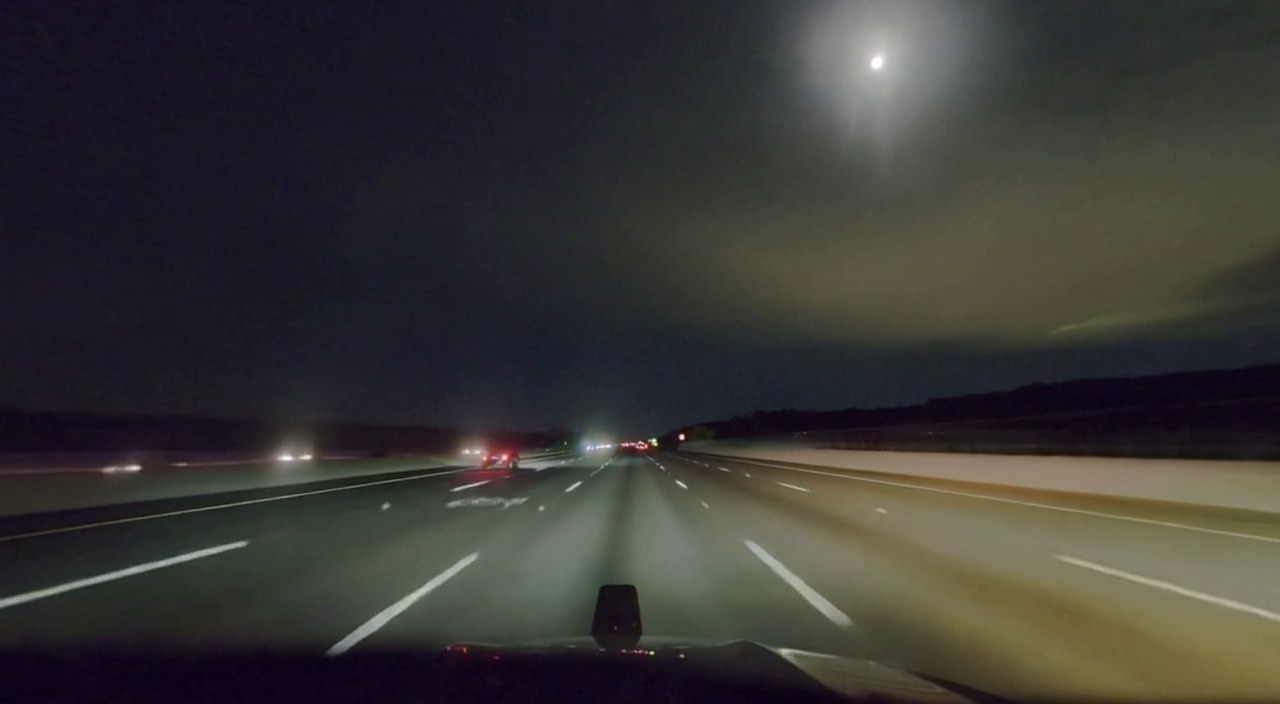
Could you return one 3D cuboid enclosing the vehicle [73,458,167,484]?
[{"bbox_3d":[-31.840,7.280,38.875,1.755,1.433,4.524,0,-8,4],"label":"vehicle"}]

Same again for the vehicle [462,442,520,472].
[{"bbox_3d":[-8.130,5.755,34.891,2.005,1.545,4.874,0,-8,0],"label":"vehicle"}]
